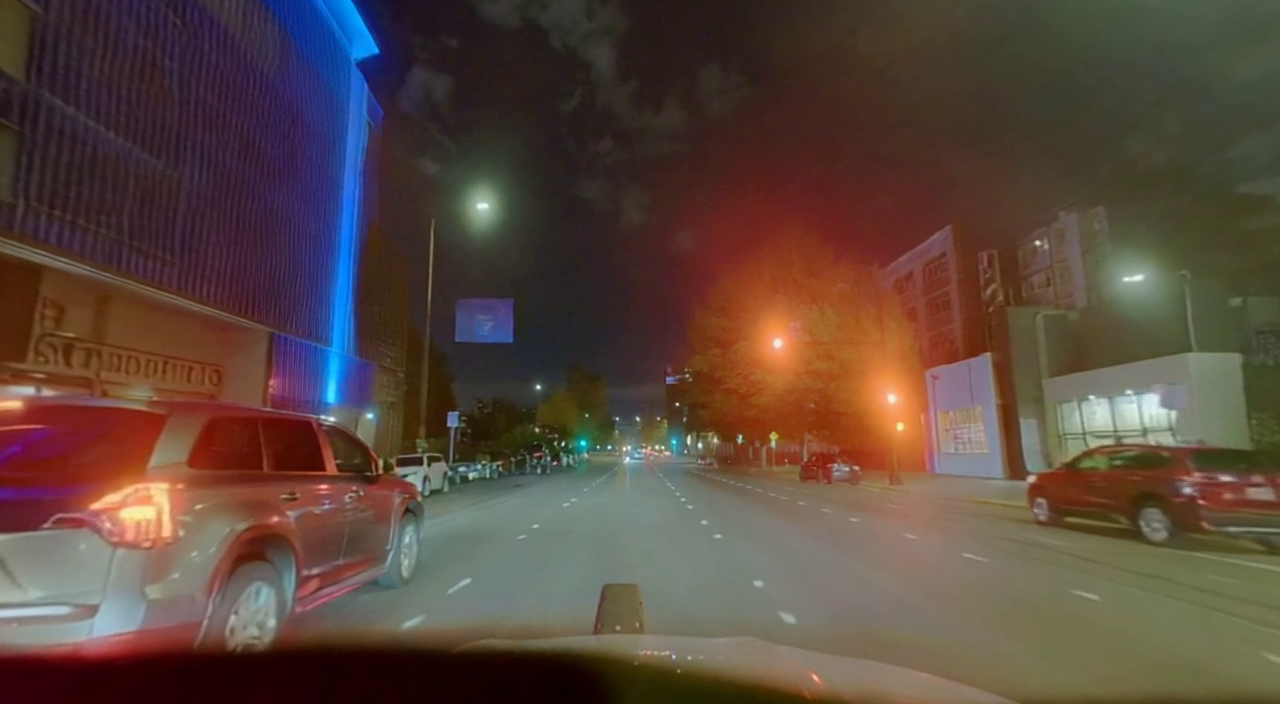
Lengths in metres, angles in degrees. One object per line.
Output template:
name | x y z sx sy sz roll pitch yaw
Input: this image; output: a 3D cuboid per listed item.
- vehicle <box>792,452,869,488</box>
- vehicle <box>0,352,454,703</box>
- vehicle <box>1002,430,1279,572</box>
vehicle | 8.726 5.425 29.347 1.954 1.478 4.625 0 -9 -2
vehicle | -3.075 1.195 4.749 2.002 1.756 4.366 0 -9 0
vehicle | 9.280 2.476 11.551 2.129 1.929 5.537 0 -9 1
